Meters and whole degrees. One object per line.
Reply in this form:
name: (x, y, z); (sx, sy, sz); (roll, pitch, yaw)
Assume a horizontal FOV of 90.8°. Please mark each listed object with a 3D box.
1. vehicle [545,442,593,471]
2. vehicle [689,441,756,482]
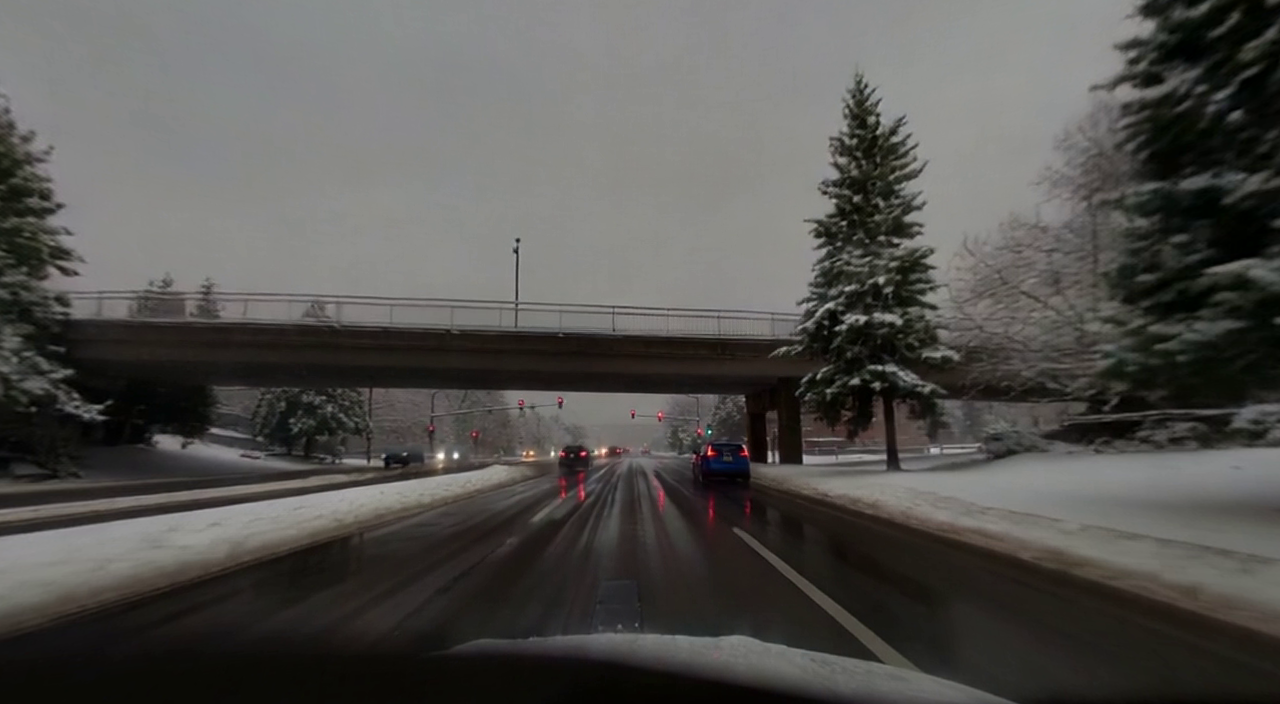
vehicle: (-3.767, 5.616, 34.285); (2.060, 1.484, 4.417); (0, -8, 1)
vehicle: (3.242, 4.371, 25.656); (2.068, 1.497, 4.247); (0, -8, -1)
